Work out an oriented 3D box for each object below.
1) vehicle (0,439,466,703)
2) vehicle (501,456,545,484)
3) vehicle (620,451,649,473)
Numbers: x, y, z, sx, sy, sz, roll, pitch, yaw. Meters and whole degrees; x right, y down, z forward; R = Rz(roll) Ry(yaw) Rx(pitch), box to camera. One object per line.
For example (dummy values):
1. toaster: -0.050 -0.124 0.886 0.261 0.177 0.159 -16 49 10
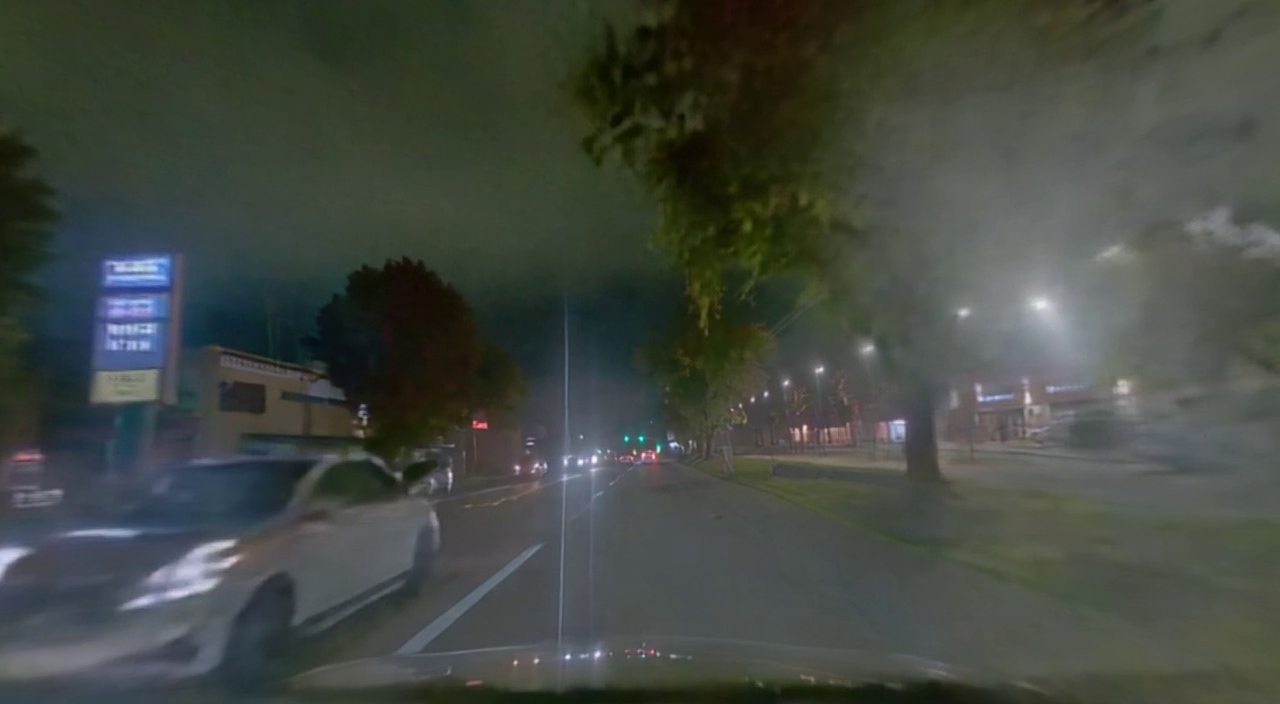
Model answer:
1. vehicle: -2.968 1.403 4.523 2.076 1.481 4.513 0 -9 1
2. vehicle: -7.904 7.978 42.941 2.038 1.670 4.468 0 -9 1
3. vehicle: -0.435 7.992 46.154 2.020 1.478 3.922 0 -9 -2
